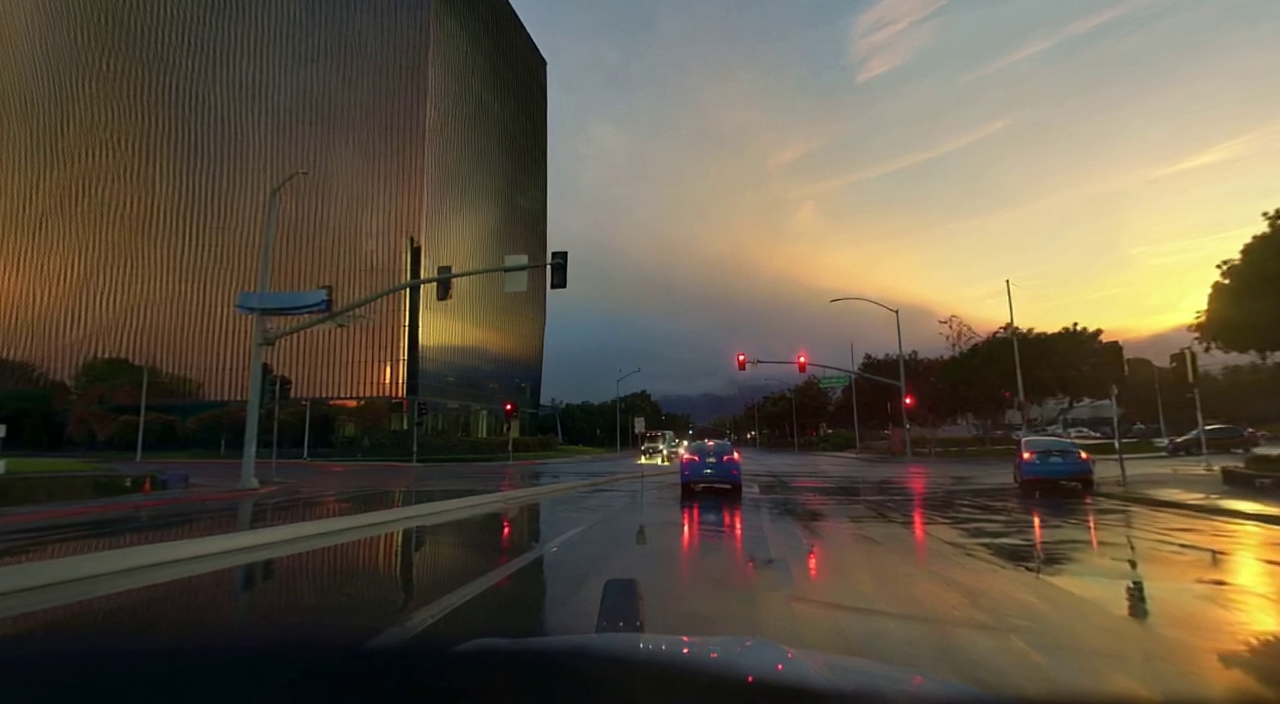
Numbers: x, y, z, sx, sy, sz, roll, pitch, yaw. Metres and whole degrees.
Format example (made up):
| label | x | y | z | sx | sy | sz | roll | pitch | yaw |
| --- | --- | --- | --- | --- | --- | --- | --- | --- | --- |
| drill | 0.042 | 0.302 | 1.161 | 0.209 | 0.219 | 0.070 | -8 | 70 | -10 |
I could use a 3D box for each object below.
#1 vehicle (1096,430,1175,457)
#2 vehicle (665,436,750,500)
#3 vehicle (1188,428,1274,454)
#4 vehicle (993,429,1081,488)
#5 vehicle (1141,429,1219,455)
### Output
| label | x | y | z | sx | sy | sz | roll | pitch | yaw |
| --- | --- | --- | --- | --- | --- | --- | --- | --- | --- |
| vehicle | 30.123 | 5.611 | 38.449 | 1.864 | 1.519 | 4.317 | -1 | -9 | 11 |
| vehicle | 1.988 | 3.126 | 17.411 | 2.014 | 1.525 | 4.197 | -1 | -9 | 10 |
| vehicle | 34.835 | 5.288 | 37.263 | 1.743 | 1.472 | 3.772 | -1 | -9 | 9 |
| vehicle | 13.524 | 3.633 | 21.751 | 2.174 | 1.749 | 4.739 | -5 | -10 | 28 |
| vehicle | 32.366 | 5.445 | 37.885 | 1.816 | 1.476 | 3.652 | -1 | -9 | 10 |
